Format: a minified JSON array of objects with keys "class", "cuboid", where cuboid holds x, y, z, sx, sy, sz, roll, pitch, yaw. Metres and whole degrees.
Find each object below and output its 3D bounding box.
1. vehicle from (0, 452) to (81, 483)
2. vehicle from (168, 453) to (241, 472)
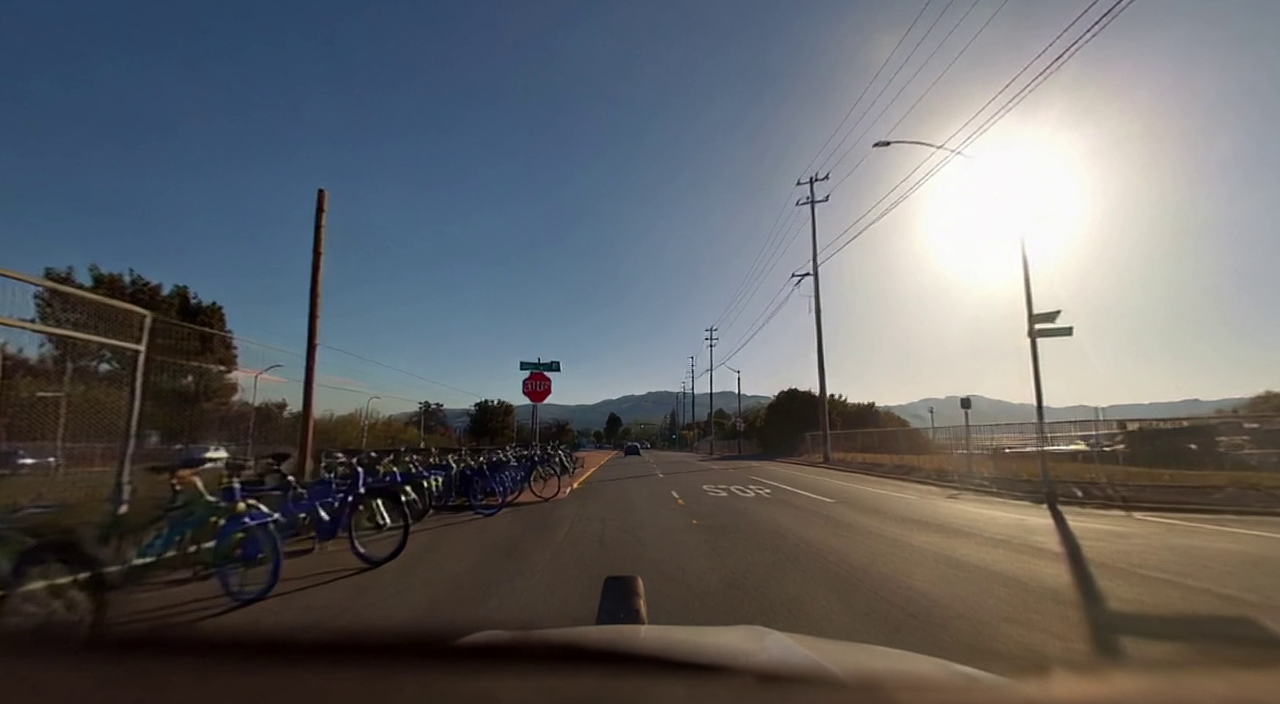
[{"class":"vehicle","cuboid":[-33.493,6.226,34.134,4.569,1.558,1.903,1,-9,-5]},{"class":"vehicle","cuboid":[-34.104,8.690,49.571,4.327,1.402,1.757,0,-9,-3]}]
